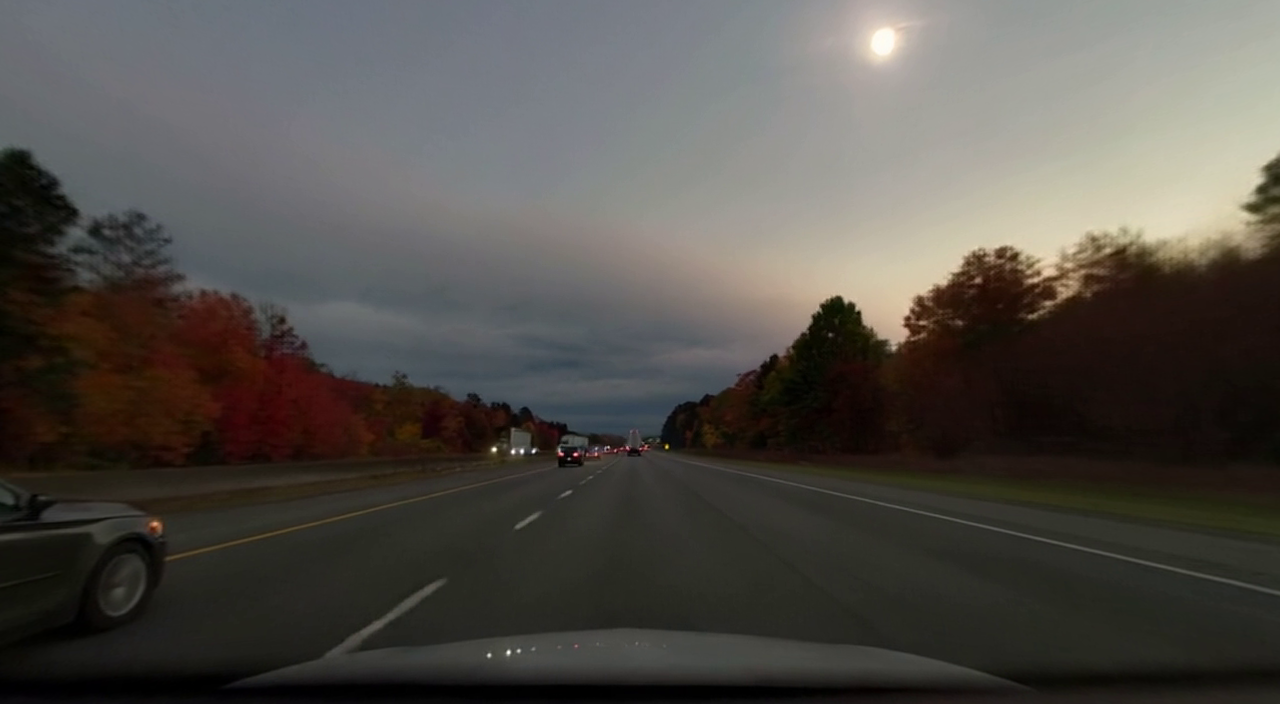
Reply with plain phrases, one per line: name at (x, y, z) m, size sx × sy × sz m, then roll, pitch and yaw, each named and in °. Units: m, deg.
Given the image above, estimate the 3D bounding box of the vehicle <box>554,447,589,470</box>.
vehicle at (-4.571, 7.171, 42.415) m, size 1.963 × 1.475 × 3.665 m, roll 0°, pitch -9°, yaw 0°

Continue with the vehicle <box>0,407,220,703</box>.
vehicle at (-4.357, 0.995, 2.839) m, size 2.071 × 1.525 × 4.058 m, roll 0°, pitch -9°, yaw 0°
